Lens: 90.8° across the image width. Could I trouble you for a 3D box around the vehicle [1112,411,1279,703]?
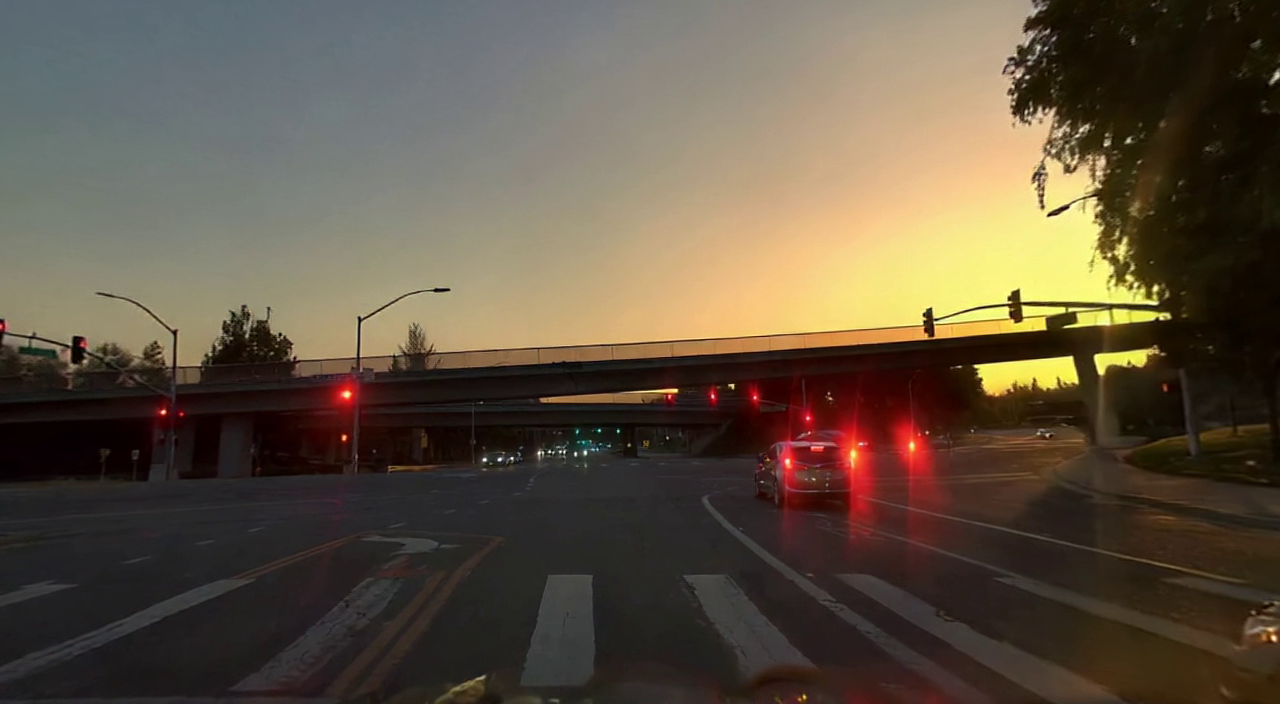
[{"bbox_3d":[2.807,0.630,0.110,1.909,1.425,4.521,0,-9,-1],"label":"vehicle"}]
